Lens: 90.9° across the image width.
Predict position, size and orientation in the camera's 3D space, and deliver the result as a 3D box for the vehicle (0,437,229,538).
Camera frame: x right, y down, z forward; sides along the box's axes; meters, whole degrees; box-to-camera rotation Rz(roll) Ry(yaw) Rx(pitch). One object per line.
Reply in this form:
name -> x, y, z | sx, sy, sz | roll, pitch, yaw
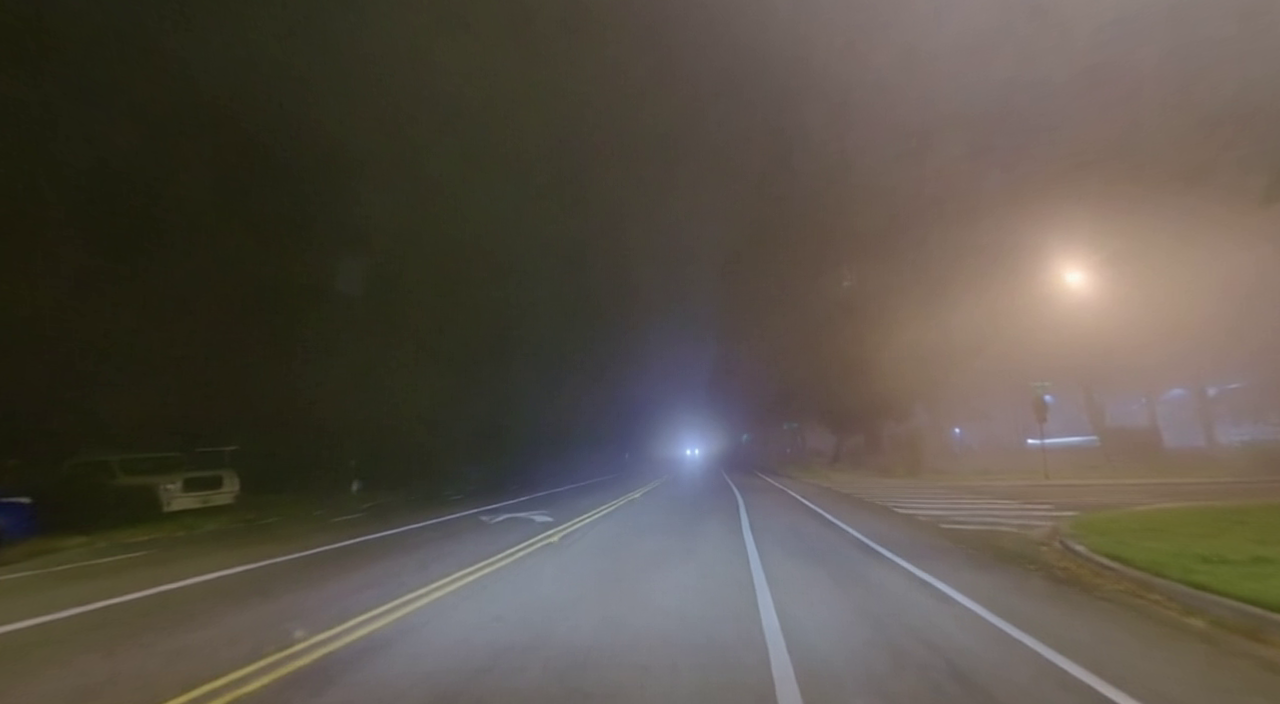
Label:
vehicle -> -11.973, 2.955, 13.829 | 4.601, 1.730, 2.035 | -6, -9, 2
